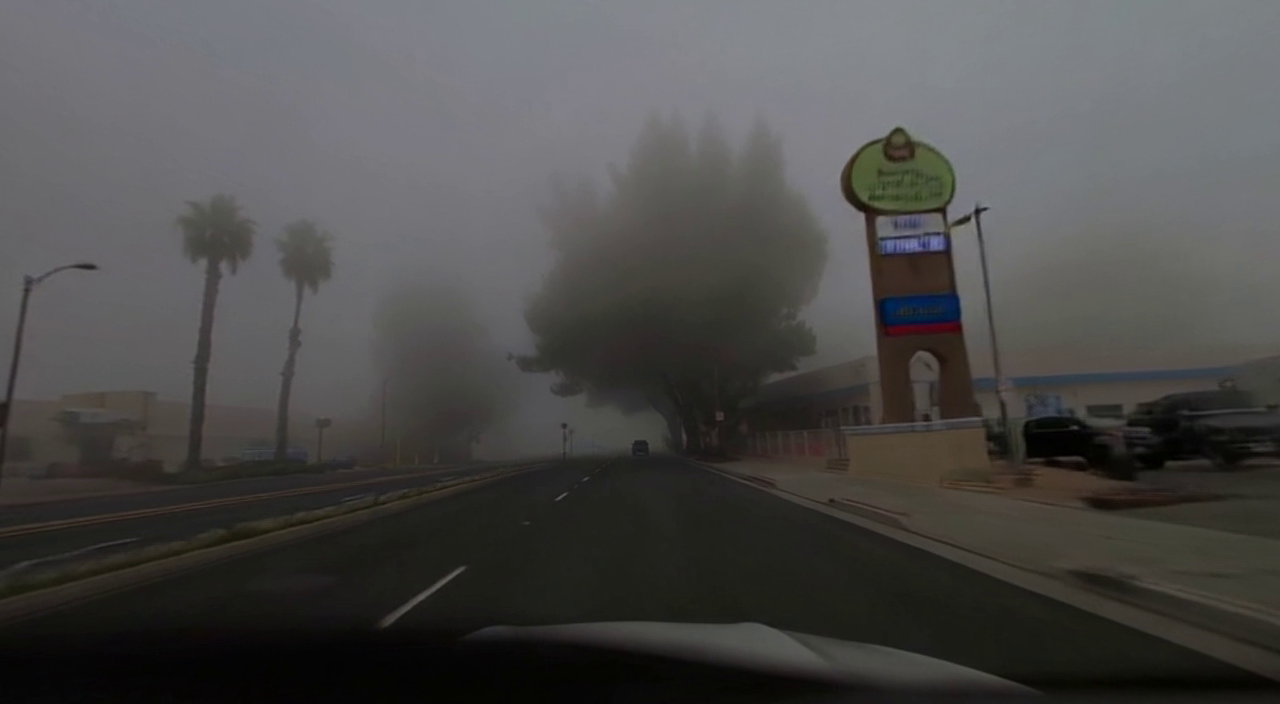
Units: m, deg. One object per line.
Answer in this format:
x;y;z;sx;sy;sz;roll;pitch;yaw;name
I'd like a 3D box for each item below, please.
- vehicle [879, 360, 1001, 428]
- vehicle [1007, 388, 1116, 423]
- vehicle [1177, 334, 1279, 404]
11.367;1.710;23.625;5.186;2.000;2.226;10;-12;-41;vehicle
23.354;3.019;34.977;4.630;1.473;1.702;-6;-13;17;vehicle
22.122;0.457;21.544;5.257;1.921;2.104;-14;-16;42;vehicle
